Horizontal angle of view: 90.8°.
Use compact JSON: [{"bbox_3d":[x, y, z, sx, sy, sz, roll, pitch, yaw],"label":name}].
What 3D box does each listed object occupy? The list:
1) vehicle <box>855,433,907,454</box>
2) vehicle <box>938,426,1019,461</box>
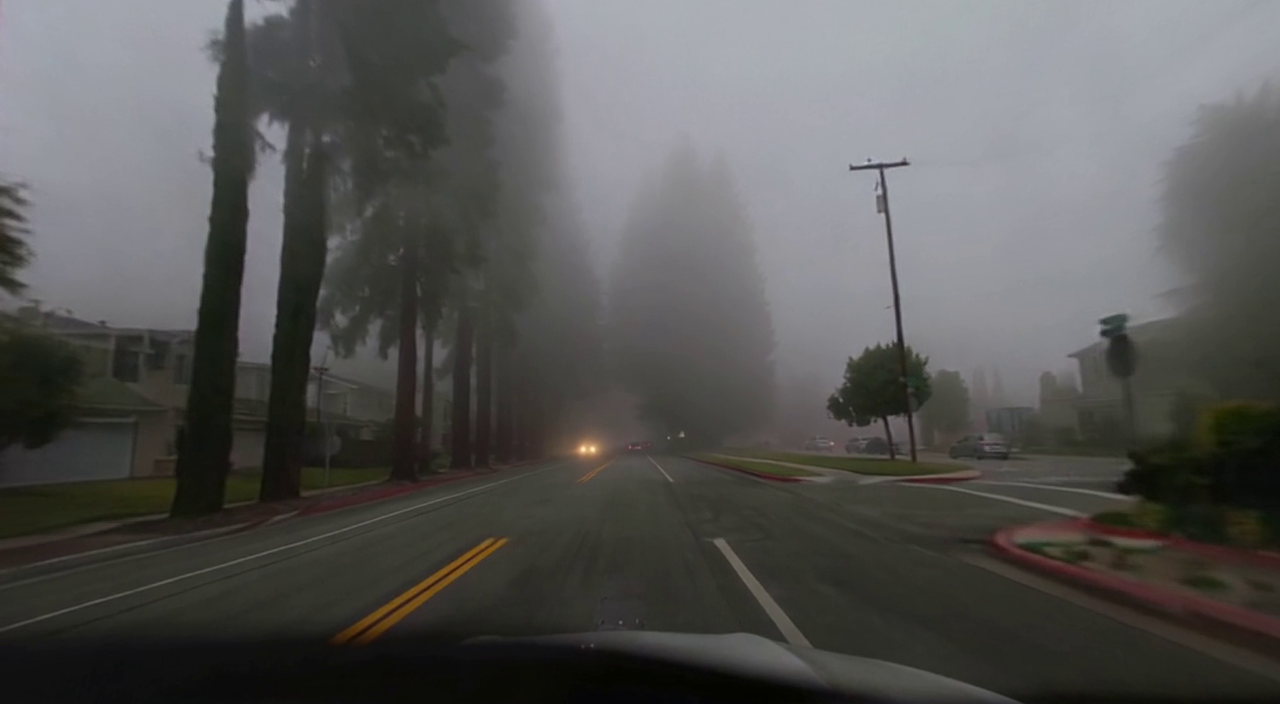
[{"bbox_3d":[17.780,6.784,46.883,1.813,1.464,4.925,0,-9,-2],"label":"vehicle"},{"bbox_3d":[18.224,4.977,34.288,1.936,1.722,4.562,0,-9,1],"label":"vehicle"}]
